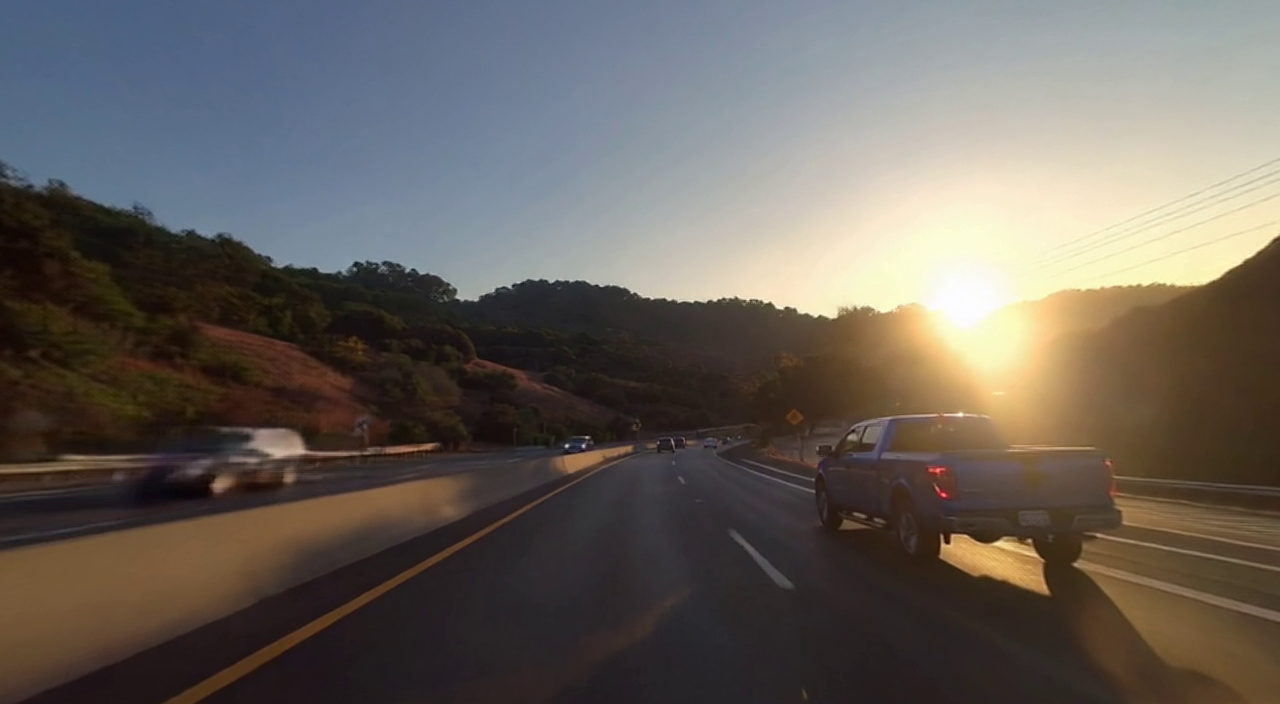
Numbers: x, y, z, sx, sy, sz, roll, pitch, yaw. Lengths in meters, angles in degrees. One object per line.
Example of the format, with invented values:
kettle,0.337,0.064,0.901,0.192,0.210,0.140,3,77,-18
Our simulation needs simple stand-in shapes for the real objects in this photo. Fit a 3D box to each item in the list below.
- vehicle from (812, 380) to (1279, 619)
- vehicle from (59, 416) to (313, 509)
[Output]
vehicle,3.662,1.420,7.051,2.151,1.744,4.709,0,-8,0
vehicle,-11.006,2.729,16.130,2.173,1.932,5.712,0,-8,1
